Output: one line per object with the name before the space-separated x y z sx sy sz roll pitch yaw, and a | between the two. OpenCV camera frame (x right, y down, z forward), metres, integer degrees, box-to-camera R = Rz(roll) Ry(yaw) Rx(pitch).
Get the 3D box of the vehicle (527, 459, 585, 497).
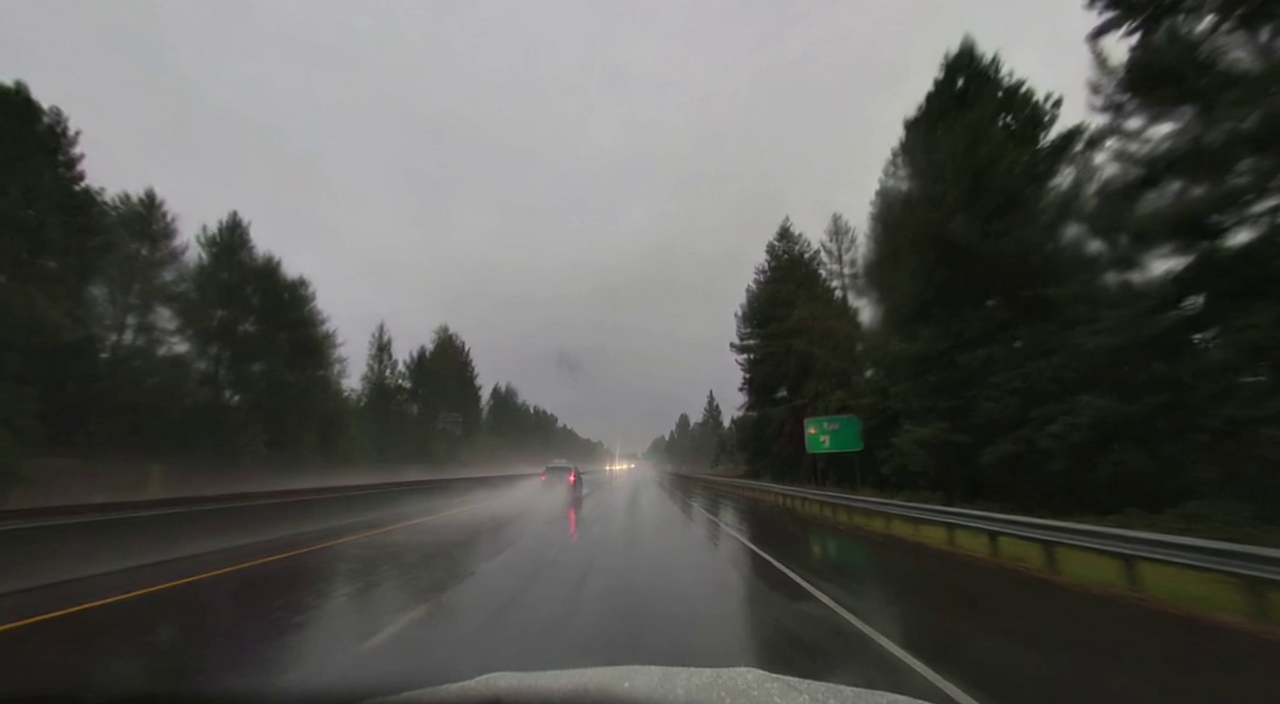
vehicle | -3.874 5.961 29.918 2.180 1.618 4.219 1 -10 0
